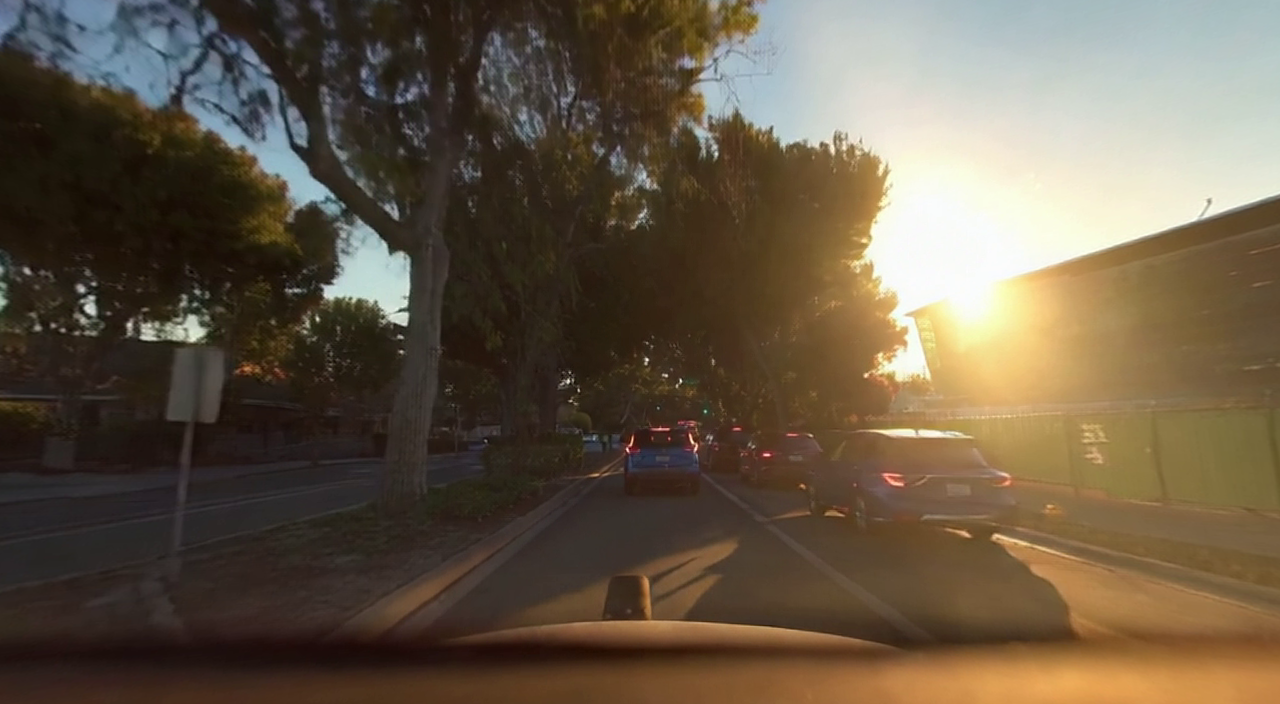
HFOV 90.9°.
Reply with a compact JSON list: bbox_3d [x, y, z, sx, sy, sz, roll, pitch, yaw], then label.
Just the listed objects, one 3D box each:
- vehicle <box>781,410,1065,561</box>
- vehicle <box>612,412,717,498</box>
[{"bbox_3d":[3.784,1.891,9.703,2.138,1.699,4.852,0,-8,0],"label":"vehicle"},{"bbox_3d":[0.621,2.665,16.523,2.386,1.947,4.168,-1,-8,2],"label":"vehicle"}]
